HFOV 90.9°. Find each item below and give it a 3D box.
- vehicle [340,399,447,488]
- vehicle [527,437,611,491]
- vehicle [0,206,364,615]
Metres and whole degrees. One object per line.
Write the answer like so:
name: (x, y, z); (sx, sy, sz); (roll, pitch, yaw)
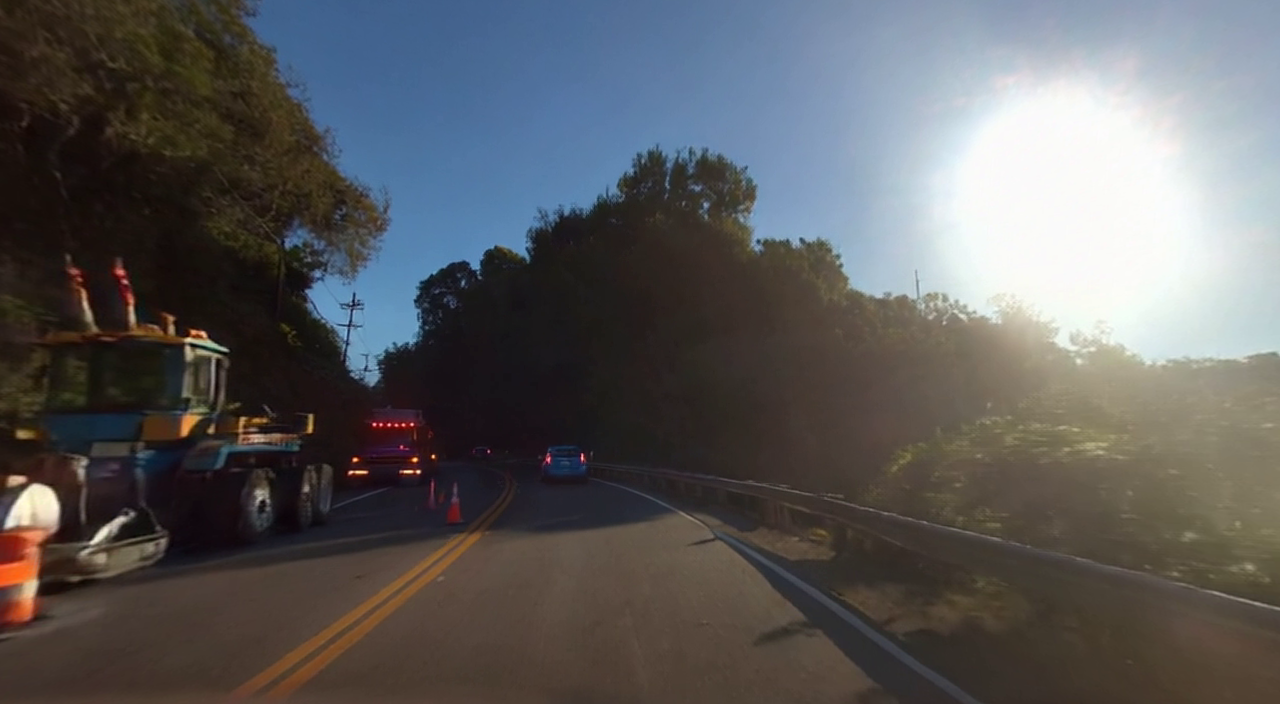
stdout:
vehicle: (-7.855, 2.983, 20.601); (2.257, 2.597, 4.069); (1, -9, -8)
vehicle: (-2.361, 3.478, 20.007); (2.259, 1.503, 4.075); (2, -9, -12)
vehicle: (-5.630, 0.748, 7.387); (2.364, 3.191, 4.942); (0, -8, 1)
